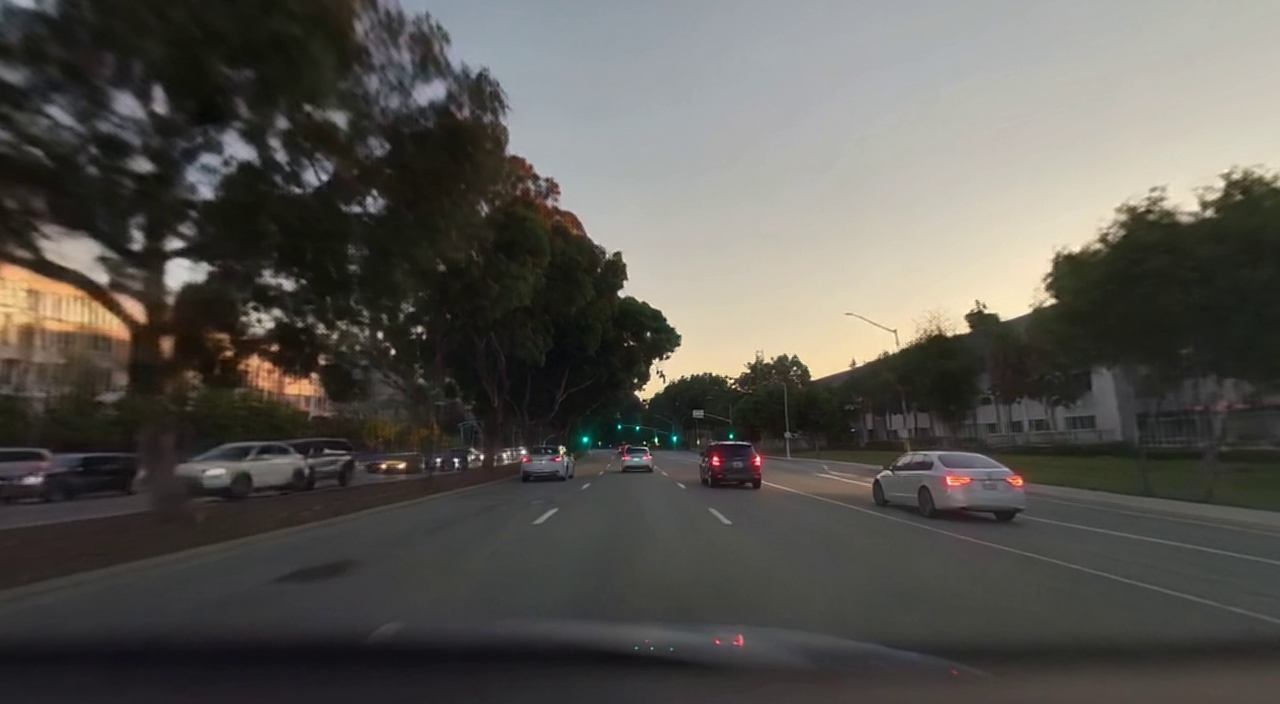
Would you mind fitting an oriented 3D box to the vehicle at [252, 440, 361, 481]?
[{"bbox_3d":[-15.484,5.043,29.763,2.089,1.744,5.500,0,-8,0],"label":"vehicle"}]

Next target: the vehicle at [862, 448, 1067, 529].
[{"bbox_3d":[6.559,2.759,13.465,1.945,1.408,4.288,0,-8,-2],"label":"vehicle"}]

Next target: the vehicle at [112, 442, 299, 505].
[{"bbox_3d":[-12.431,3.475,18.627,2.043,1.571,4.946,0,-8,-1],"label":"vehicle"}]

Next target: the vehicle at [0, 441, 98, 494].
[{"bbox_3d":[-22.459,4.076,22.483,2.005,1.761,4.824,0,-8,0],"label":"vehicle"}]

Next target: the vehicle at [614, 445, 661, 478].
[{"bbox_3d":[-0.186,5.369,31.211,2.155,1.486,4.403,0,-8,-1],"label":"vehicle"}]

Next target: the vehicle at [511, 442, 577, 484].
[{"bbox_3d":[-4.020,4.732,27.239,2.172,1.671,4.175,0,-8,0],"label":"vehicle"}]

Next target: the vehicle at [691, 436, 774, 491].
[{"bbox_3d":[3.123,3.880,22.296,2.161,1.716,4.194,0,-8,-2],"label":"vehicle"}]
